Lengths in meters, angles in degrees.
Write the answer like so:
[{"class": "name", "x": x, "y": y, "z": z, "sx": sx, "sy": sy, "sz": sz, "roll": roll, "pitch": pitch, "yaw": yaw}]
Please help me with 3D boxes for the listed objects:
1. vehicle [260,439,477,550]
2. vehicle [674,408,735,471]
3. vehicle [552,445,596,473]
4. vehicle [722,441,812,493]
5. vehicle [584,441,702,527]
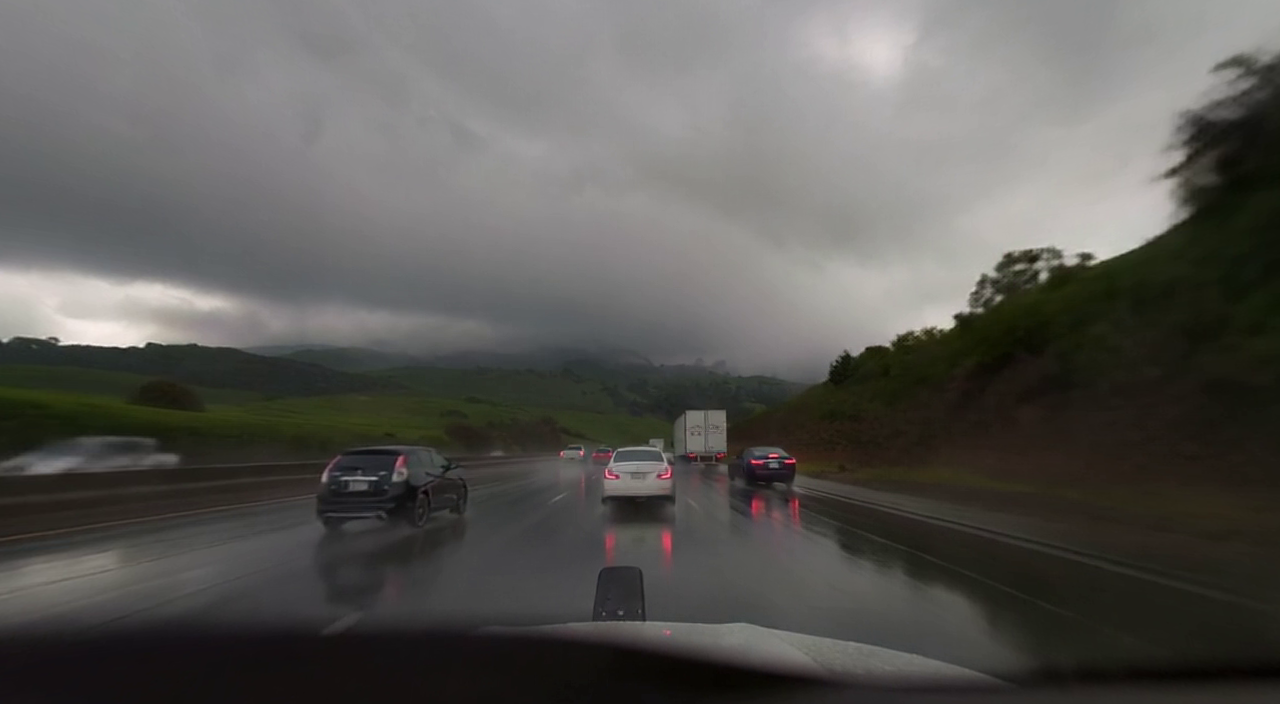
[{"class": "vehicle", "x": -4.198, "y": 2.253, "z": 10.553, "sx": 1.848, "sy": 1.486, "sz": 3.832, "roll": 0, "pitch": -9, "yaw": 1}, {"class": "vehicle", "x": 4.592, "y": 6.891, "z": 48.689, "sx": 3.194, "sy": 4.038, "sz": 16.301, "roll": 0, "pitch": -9, "yaw": 1}, {"class": "vehicle", "x": -4.077, "y": 6.715, "z": 39.692, "sx": 2.211, "sy": 1.669, "sz": 4.224, "roll": 0, "pitch": -9, "yaw": 1}, {"class": "vehicle", "x": 4.161, "y": 3.858, "z": 21.481, "sx": 2.029, "sy": 1.579, "sz": 4.484, "roll": 0, "pitch": -9, "yaw": -1}, {"class": "vehicle", "x": 0.064, "y": 2.594, "z": 12.844, "sx": 2.041, "sy": 1.484, "sz": 3.535, "roll": 0, "pitch": -9, "yaw": 0}]
